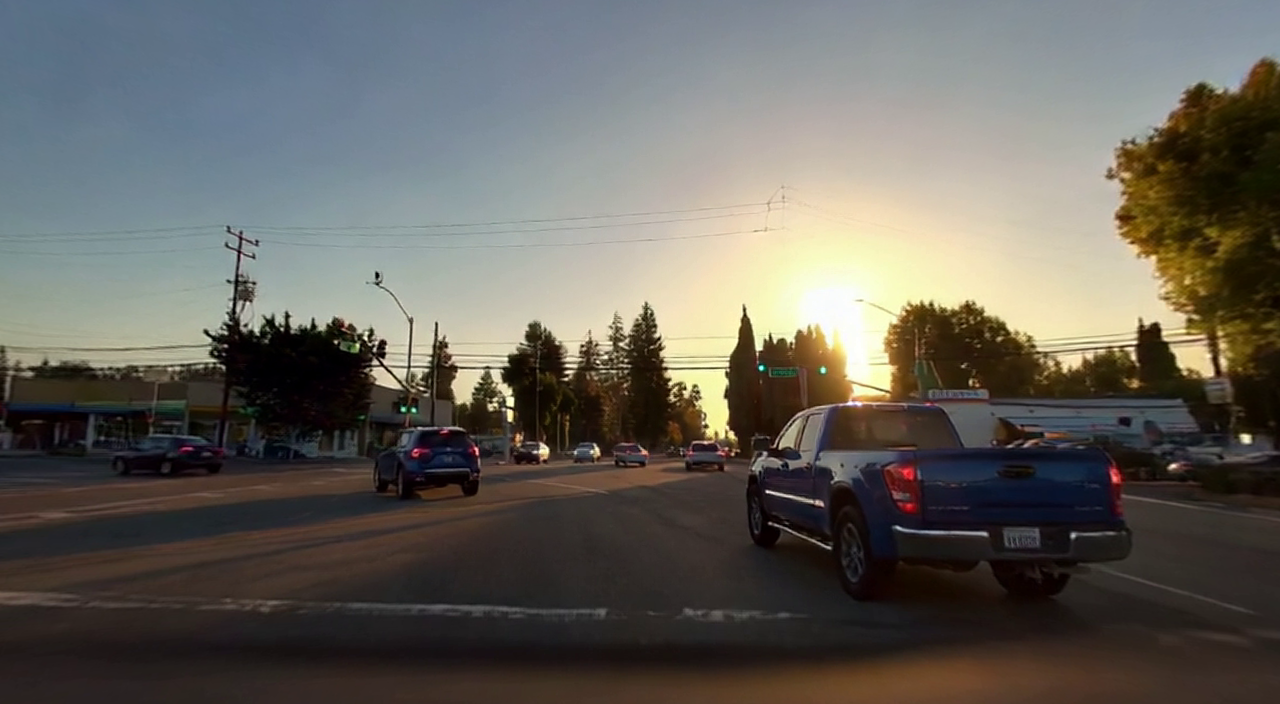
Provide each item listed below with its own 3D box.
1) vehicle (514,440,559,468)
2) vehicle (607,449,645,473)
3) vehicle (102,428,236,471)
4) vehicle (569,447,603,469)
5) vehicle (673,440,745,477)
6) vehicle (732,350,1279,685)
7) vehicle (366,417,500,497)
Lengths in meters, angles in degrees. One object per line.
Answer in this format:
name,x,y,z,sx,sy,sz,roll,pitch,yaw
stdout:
vehicle,-7.347,7.294,45.331,2.303,1.895,5.301,0,-8,1
vehicle,-0.846,6.193,36.068,1.898,1.281,4.013,1,-8,-5
vehicle,-20.182,4.188,27.111,4.498,1.725,1.921,-2,-8,10
vehicle,-3.920,7.746,46.300,1.856,1.448,4.455,-1,-8,3
vehicle,3.355,5.305,31.763,1.977,1.726,4.721,2,-9,-15
vehicle,2.493,1.268,6.142,2.036,1.818,5.192,1,-8,-4
vehicle,-5.836,2.828,17.360,2.141,1.842,4.889,5,-10,-34
